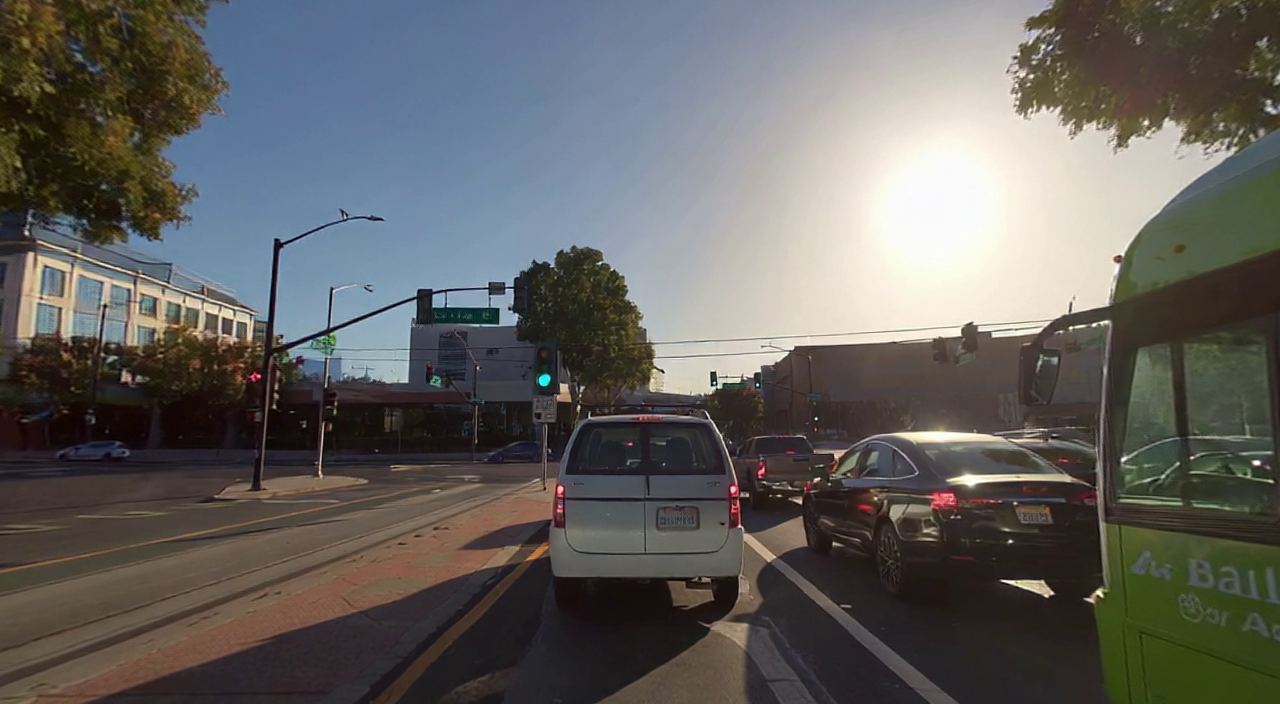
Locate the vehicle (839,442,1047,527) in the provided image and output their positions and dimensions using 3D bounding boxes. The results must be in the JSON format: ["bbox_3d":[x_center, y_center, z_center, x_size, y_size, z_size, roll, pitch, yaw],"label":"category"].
[{"bbox_3d":[5.992,2.638,13.223,1.987,1.457,4.675,0,-8,-1],"label":"vehicle"}]

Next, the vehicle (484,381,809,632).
[{"bbox_3d":[0.021,1.475,7.009,2.381,1.842,4.603,0,-8,-1],"label":"vehicle"}]

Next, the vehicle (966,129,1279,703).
[{"bbox_3d":[2.617,0.318,0.427,2.037,2.065,5.037,0,-8,0],"label":"vehicle"}]
